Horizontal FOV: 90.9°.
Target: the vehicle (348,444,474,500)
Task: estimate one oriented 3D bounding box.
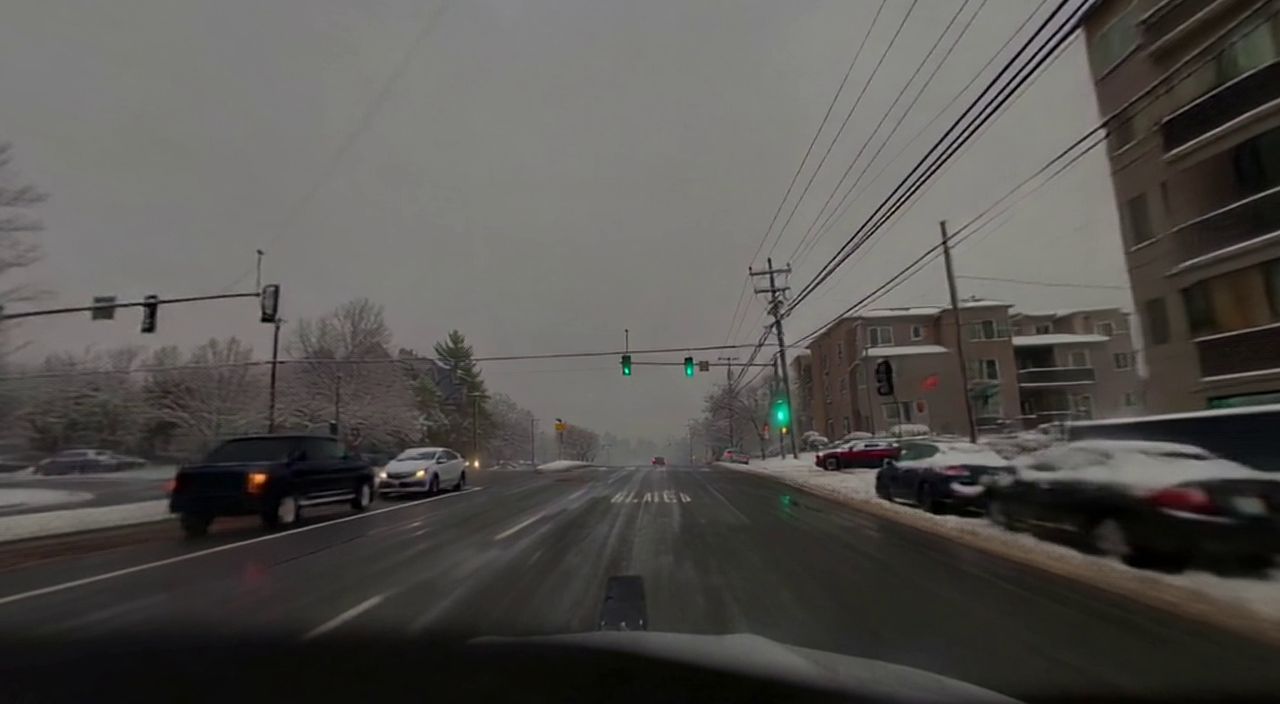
[{"bbox_3d":[-6.863,3.618,19.534,1.953,1.471,4.744,-1,-8,2],"label":"vehicle"}]

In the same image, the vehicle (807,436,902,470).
[{"bbox_3d":[10.772,5.102,31.964,4.171,1.654,1.919,-1,-8,5],"label":"vehicle"}]

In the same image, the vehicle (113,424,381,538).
[{"bbox_3d":[-7.347,2.429,12.633,2.074,1.794,4.832,-1,-8,3],"label":"vehicle"}]

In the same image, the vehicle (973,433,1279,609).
[{"bbox_3d":[6.159,1.748,7.656,1.839,1.461,4.645,-1,-8,2],"label":"vehicle"}]

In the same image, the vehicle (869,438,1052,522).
[{"bbox_3d":[6.606,2.632,13.591,1.838,1.496,4.064,-1,-8,1],"label":"vehicle"}]
